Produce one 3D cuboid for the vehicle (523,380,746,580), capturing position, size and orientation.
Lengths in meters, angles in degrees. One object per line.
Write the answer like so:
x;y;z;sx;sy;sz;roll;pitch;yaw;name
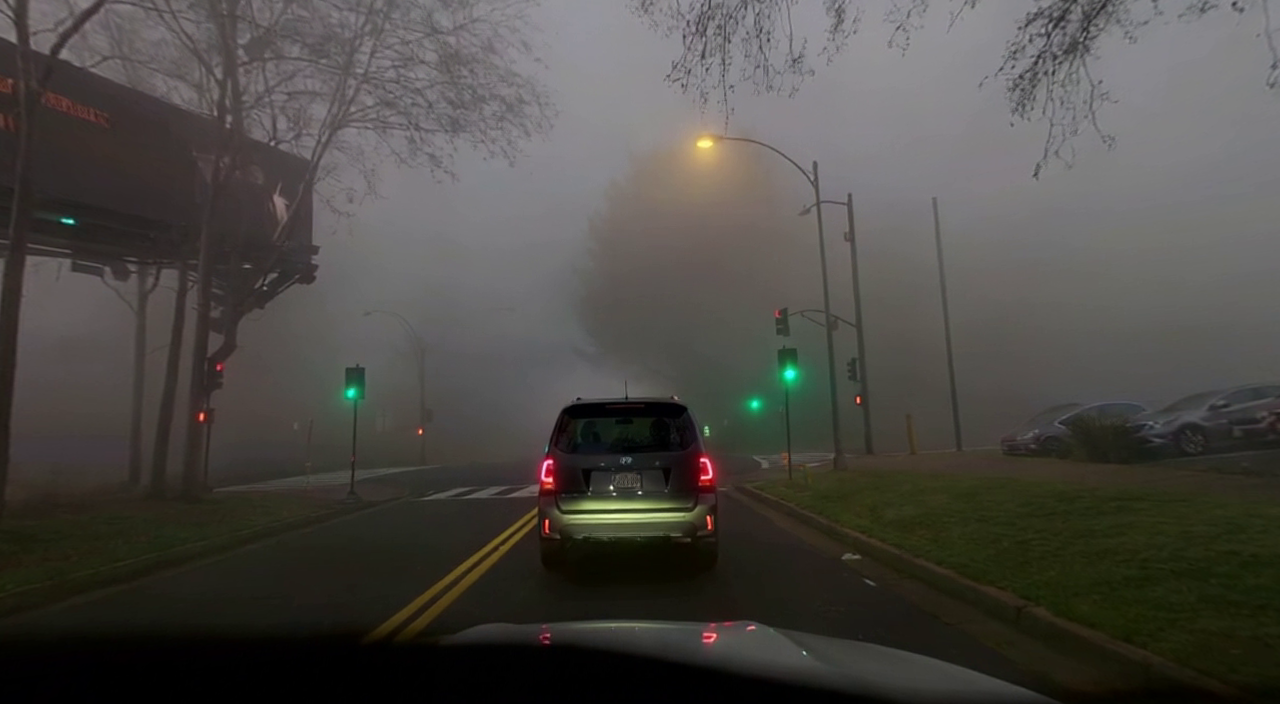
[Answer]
-0.054;1.508;8.063;2.142;1.904;3.816;-1;-8;0;vehicle
